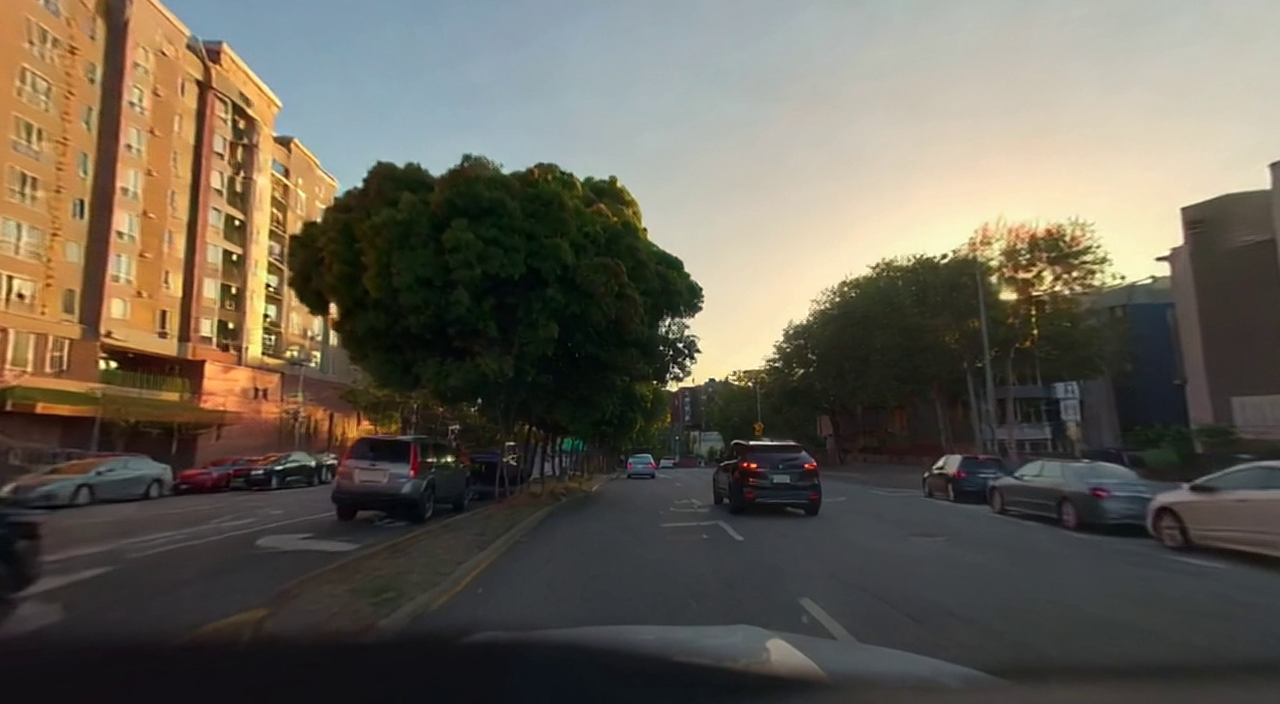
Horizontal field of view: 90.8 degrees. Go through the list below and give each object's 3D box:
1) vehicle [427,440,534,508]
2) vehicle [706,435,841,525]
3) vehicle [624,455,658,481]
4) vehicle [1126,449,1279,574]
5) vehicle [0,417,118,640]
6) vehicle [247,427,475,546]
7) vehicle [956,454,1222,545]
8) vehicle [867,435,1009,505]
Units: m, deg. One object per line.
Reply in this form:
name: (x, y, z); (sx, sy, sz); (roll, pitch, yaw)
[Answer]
vehicle: (-4.861, 3.760, 20.202); (2.009, 1.837, 5.590); (0, -8, 0)
vehicle: (3.044, 3.021, 15.620); (2.129, 1.844, 4.767); (0, -8, -2)
vehicle: (0.002, 7.449, 40.828); (2.059, 1.492, 4.033); (0, -8, -2)
vehicle: (9.060, 2.010, 7.902); (1.962, 1.542, 4.999); (0, -8, 0)
vehicle: (-5.494, 1.031, 2.927); (2.062, 1.532, 4.830); (-2, -9, 0)
vehicle: (-5.006, 2.464, 12.386); (2.275, 1.816, 4.923); (0, -8, -1)
vehicle: (8.947, 2.936, 13.328); (1.953, 1.455, 4.883); (0, -8, -1)
vehicle: (9.017, 3.597, 19.733); (1.935, 1.875, 5.051); (0, -9, 0)
